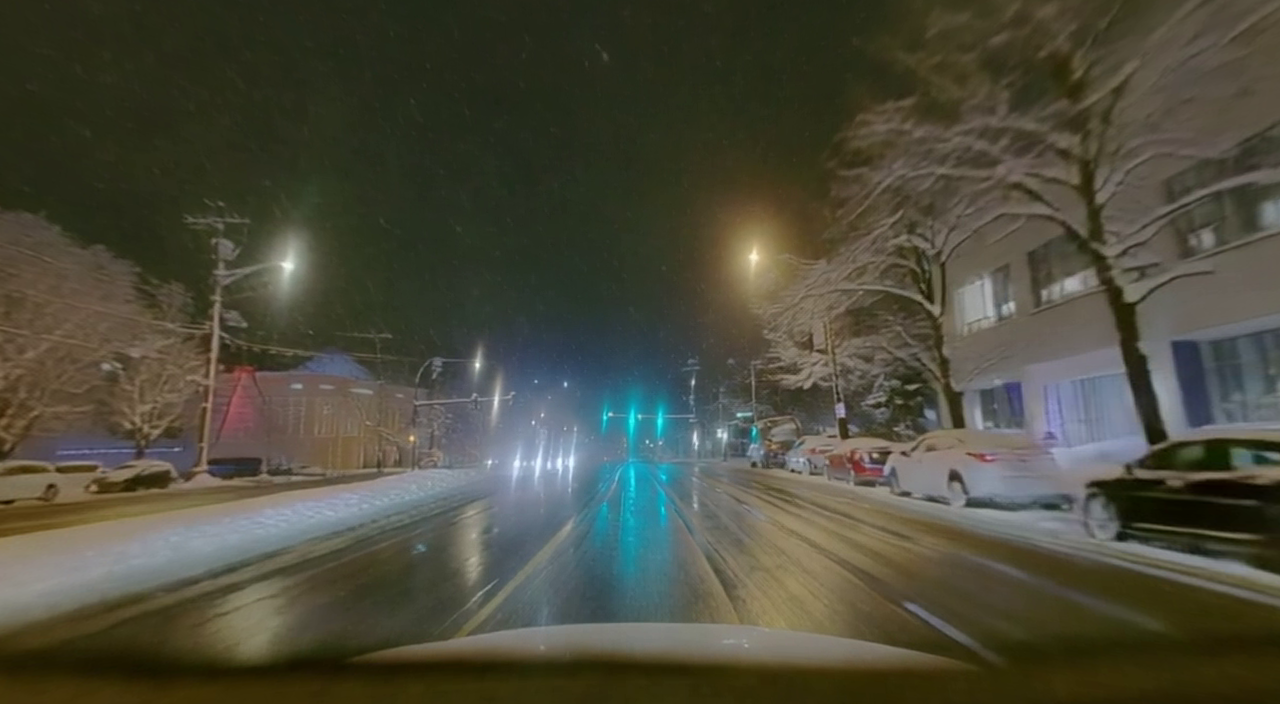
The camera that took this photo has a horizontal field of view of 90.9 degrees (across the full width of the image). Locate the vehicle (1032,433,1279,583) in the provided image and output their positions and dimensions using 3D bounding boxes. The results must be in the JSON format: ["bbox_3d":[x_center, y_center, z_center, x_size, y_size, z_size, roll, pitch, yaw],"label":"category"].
[{"bbox_3d":[7.139,1.718,7.491,1.850,1.448,4.844,0,-8,0],"label":"vehicle"}]

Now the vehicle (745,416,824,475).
[{"bbox_3d":[7.317,4.878,33.001,2.391,2.750,6.853,0,-8,-1],"label":"vehicle"}]

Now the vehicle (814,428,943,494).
[{"bbox_3d":[7.200,3.341,19.718,2.089,1.788,4.817,0,-8,-1],"label":"vehicle"}]

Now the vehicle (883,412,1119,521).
[{"bbox_3d":[7.146,2.319,13.248,2.200,1.860,4.511,0,-8,-1],"label":"vehicle"}]

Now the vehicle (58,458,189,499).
[{"bbox_3d":[-22.340,5.447,27.577,1.821,1.496,4.724,0,-8,-1],"label":"vehicle"}]

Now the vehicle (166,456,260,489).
[{"bbox_3d":[-22.124,6.228,32.878,1.922,1.545,4.178,-1,-8,1],"label":"vehicle"}]
